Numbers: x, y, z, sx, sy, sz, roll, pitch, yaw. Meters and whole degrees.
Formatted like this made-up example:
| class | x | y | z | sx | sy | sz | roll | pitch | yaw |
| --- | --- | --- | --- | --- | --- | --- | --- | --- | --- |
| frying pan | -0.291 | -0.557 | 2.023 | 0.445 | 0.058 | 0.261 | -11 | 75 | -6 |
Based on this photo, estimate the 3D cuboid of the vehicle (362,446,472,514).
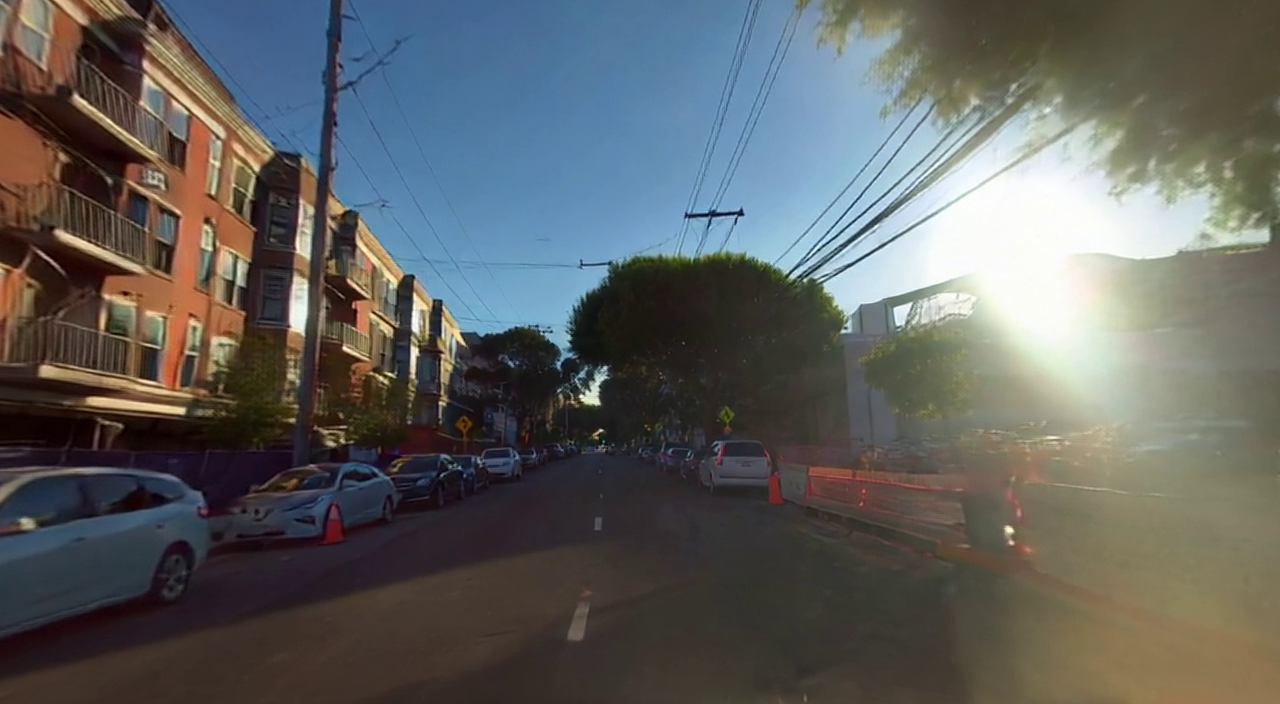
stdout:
| class | x | y | z | sx | sy | sz | roll | pitch | yaw |
| --- | --- | --- | --- | --- | --- | --- | --- | --- | --- |
| vehicle | -6.248 | 3.565 | 18.241 | 1.996 | 1.695 | 4.127 | 1 | -8 | -5 |

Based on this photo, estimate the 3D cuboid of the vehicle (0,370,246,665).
| class | x | y | z | sx | sy | sz | roll | pitch | yaw |
| --- | --- | --- | --- | --- | --- | --- | --- | --- | --- |
| vehicle | -5.757 | 1.377 | 5.649 | 1.894 | 2.186 | 3.901 | 0 | -8 | -1 |

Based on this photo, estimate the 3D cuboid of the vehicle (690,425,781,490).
| class | x | y | z | sx | sy | sz | roll | pitch | yaw |
| --- | --- | --- | --- | --- | --- | --- | --- | --- | --- |
| vehicle | 3.015 | 3.613 | 21.075 | 1.994 | 1.857 | 4.393 | 1 | -13 | -5 |

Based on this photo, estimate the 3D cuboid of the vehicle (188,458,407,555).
| class | x | y | z | sx | sy | sz | roll | pitch | yaw |
| --- | --- | --- | --- | --- | --- | --- | --- | --- | --- |
| vehicle | -6.145 | 2.820 | 12.082 | 1.967 | 1.483 | 4.347 | 1 | -10 | -4 |
